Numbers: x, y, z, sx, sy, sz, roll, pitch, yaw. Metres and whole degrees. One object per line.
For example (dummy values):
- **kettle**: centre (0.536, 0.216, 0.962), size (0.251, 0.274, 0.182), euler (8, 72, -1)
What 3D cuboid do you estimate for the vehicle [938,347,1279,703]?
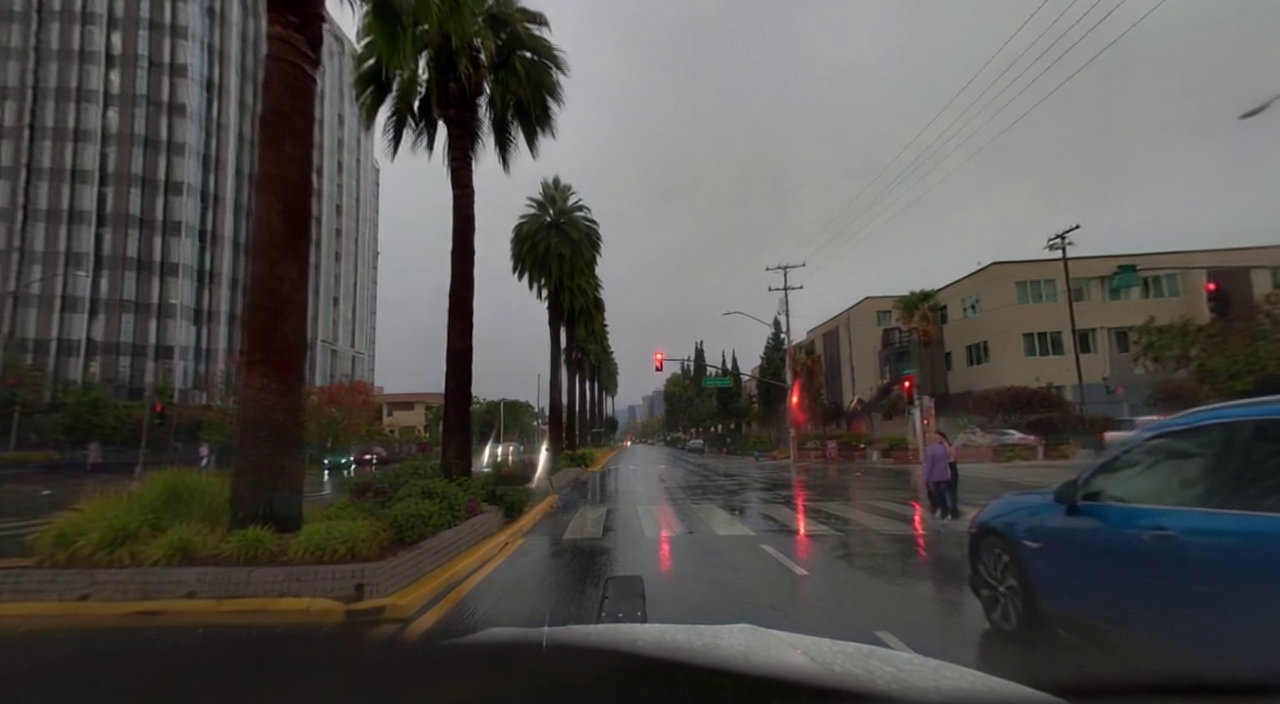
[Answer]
- **vehicle**: centre (3.343, 0.861, 2.676), size (2.060, 1.631, 4.169), euler (0, -8, -1)
